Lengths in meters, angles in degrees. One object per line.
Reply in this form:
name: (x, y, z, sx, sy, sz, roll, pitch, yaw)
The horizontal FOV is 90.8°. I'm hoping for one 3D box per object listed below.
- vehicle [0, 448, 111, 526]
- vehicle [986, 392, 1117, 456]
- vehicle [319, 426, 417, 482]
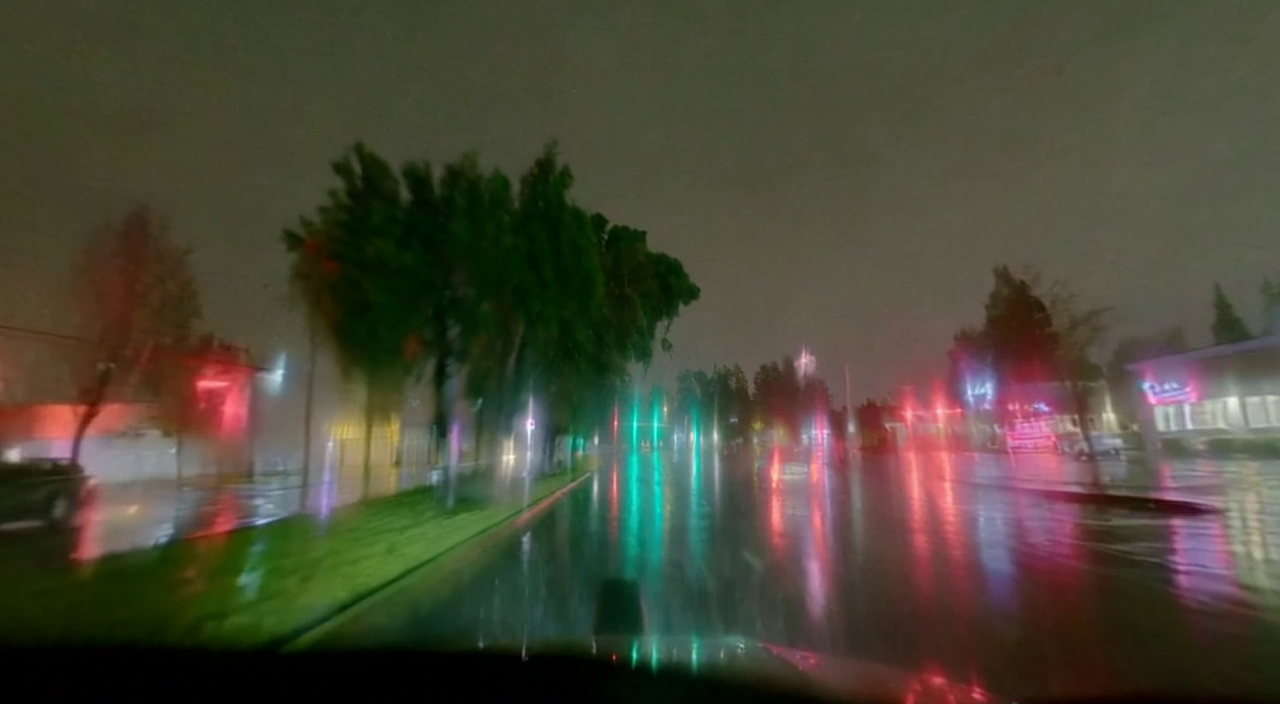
vehicle: (-19.367, 3.981, 18.521, 2.648, 2.106, 6.148, -2, -8, -3)
vehicle: (28.896, 5.101, 44.309, 8.627, 4.134, 2.881, 3, -9, -21)
vehicle: (-19.569, 7.410, 46.281, 2.966, 3.698, 9.217, 0, -9, 0)
